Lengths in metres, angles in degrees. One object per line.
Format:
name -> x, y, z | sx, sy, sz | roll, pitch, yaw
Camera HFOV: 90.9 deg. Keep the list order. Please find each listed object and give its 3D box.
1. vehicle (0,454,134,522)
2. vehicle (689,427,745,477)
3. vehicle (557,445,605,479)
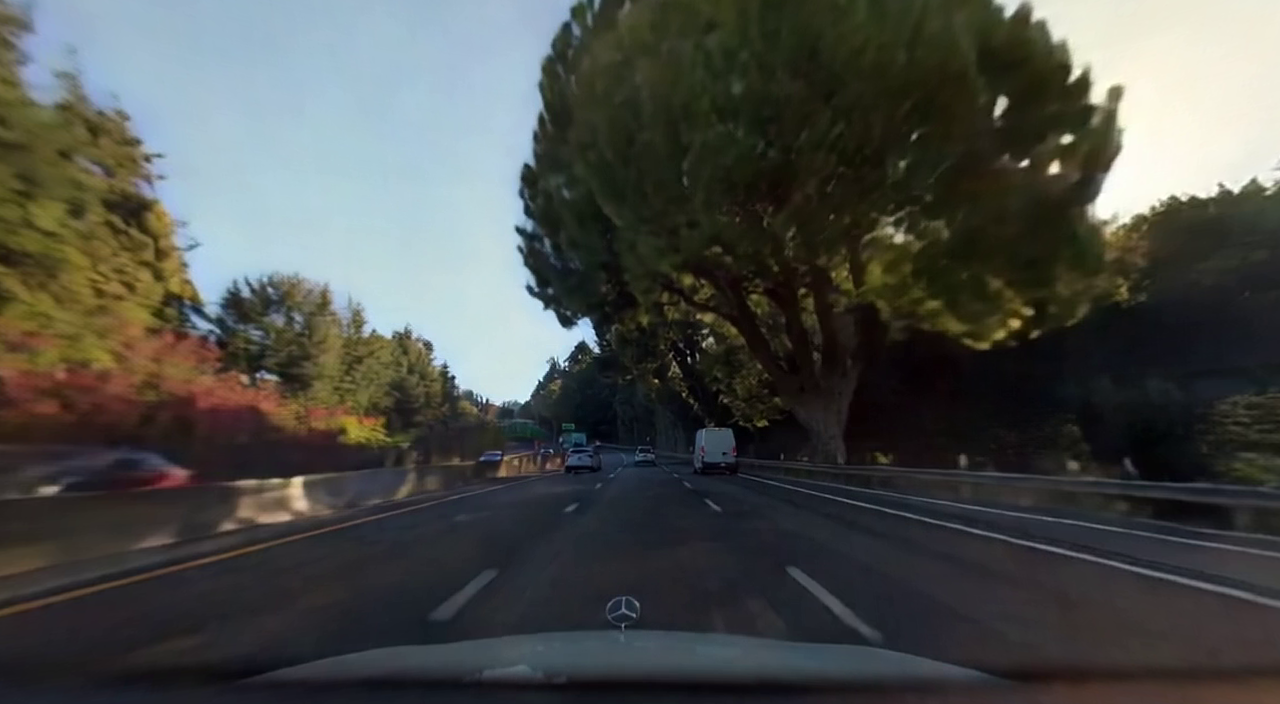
vehicle -> -15.866, 3.470, 16.532 | 1.830, 1.557, 3.942 | 0, -9, 1
vehicle -> 4.286, 5.725, 36.148 | 2.469, 2.591, 5.653 | 0, -9, 0
vehicle -> -2.907, 5.578, 32.159 | 1.964, 1.618, 4.489 | 0, -9, 0
